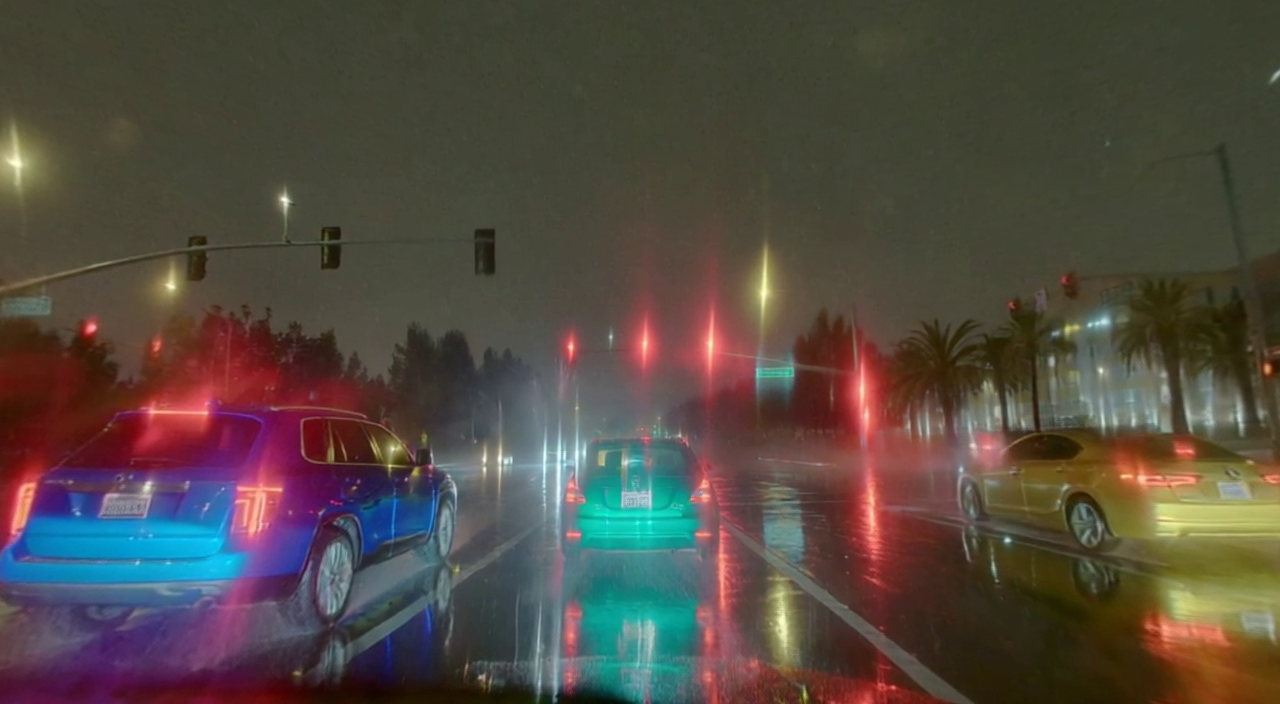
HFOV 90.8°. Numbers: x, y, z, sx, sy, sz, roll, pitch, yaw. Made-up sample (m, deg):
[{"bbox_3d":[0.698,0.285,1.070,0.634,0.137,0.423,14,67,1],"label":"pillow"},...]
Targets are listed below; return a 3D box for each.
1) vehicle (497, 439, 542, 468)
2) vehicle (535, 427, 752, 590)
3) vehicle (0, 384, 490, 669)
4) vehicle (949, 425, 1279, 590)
[{"bbox_3d":[-7.934,6.702,42.019,2.130,1.810,4.450,-2,-8,1],"label":"vehicle"},{"bbox_3d":[0.001,1.701,7.731,1.942,1.445,3.973,0,-8,-1],"label":"vehicle"},{"bbox_3d":[-3.099,1.367,6.083,2.051,1.682,4.467,0,-8,2],"label":"vehicle"},{"bbox_3d":[6.097,1.759,8.095,1.970,1.489,4.482,0,-8,-1],"label":"vehicle"}]
